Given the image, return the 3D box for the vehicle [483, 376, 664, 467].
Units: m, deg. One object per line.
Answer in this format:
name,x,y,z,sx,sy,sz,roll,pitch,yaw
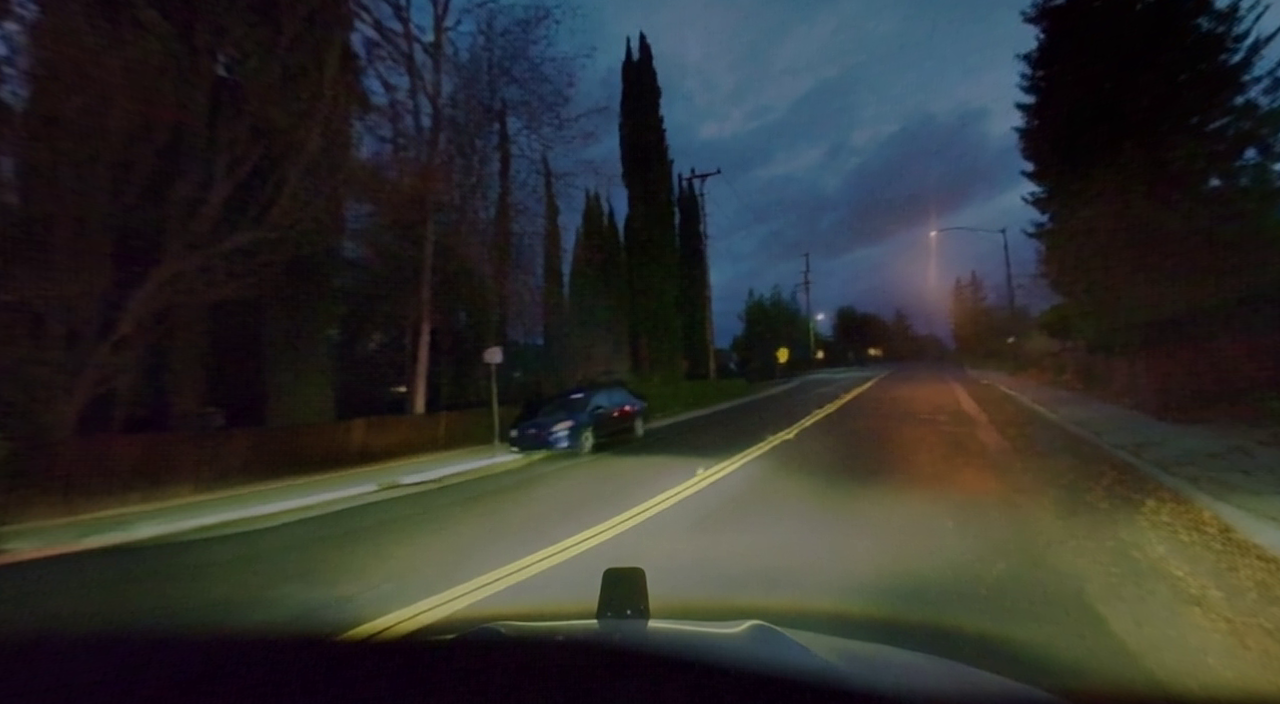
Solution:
vehicle,-1.409,1.589,15.972,2.032,1.595,5.289,-3,0,26
